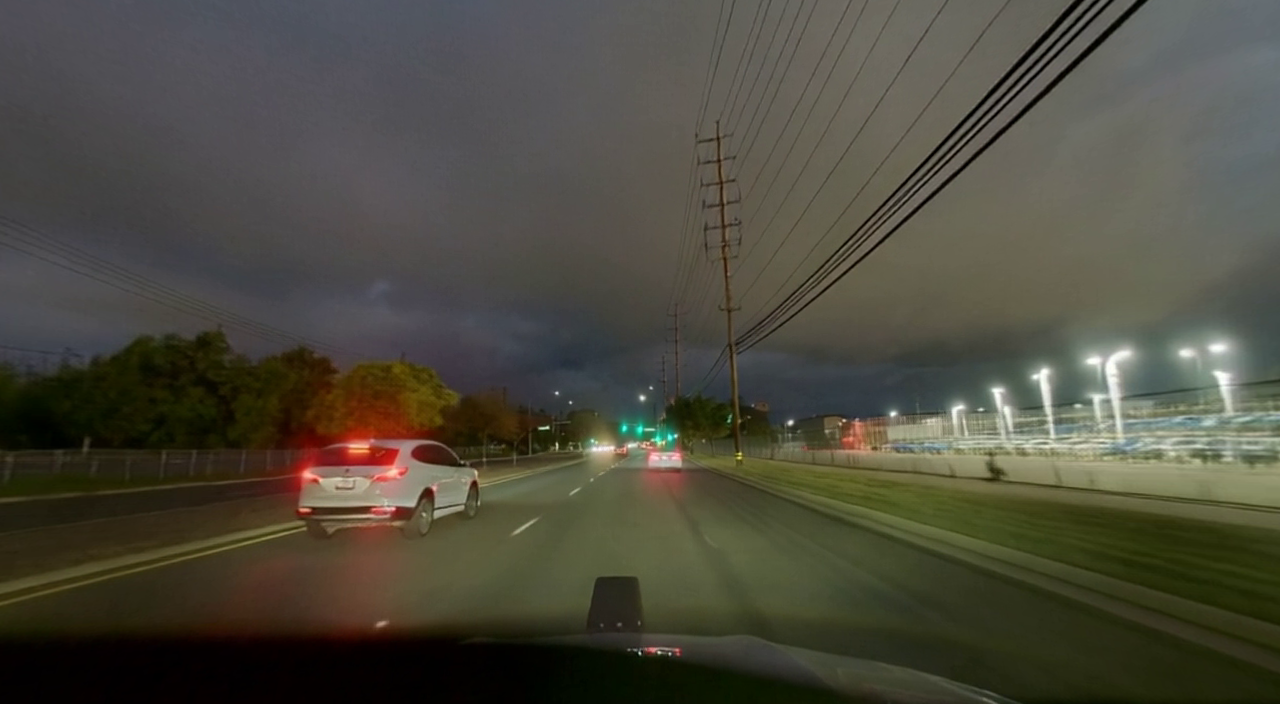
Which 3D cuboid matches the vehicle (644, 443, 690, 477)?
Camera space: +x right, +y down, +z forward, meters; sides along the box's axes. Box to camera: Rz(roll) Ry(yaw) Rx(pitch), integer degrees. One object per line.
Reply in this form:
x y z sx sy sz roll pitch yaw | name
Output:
1.247 5.147 30.230 2.059 1.486 3.980 0 -8 1 | vehicle

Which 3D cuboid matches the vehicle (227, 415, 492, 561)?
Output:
-3.836 1.933 9.654 1.950 1.692 4.397 0 -8 1 | vehicle
